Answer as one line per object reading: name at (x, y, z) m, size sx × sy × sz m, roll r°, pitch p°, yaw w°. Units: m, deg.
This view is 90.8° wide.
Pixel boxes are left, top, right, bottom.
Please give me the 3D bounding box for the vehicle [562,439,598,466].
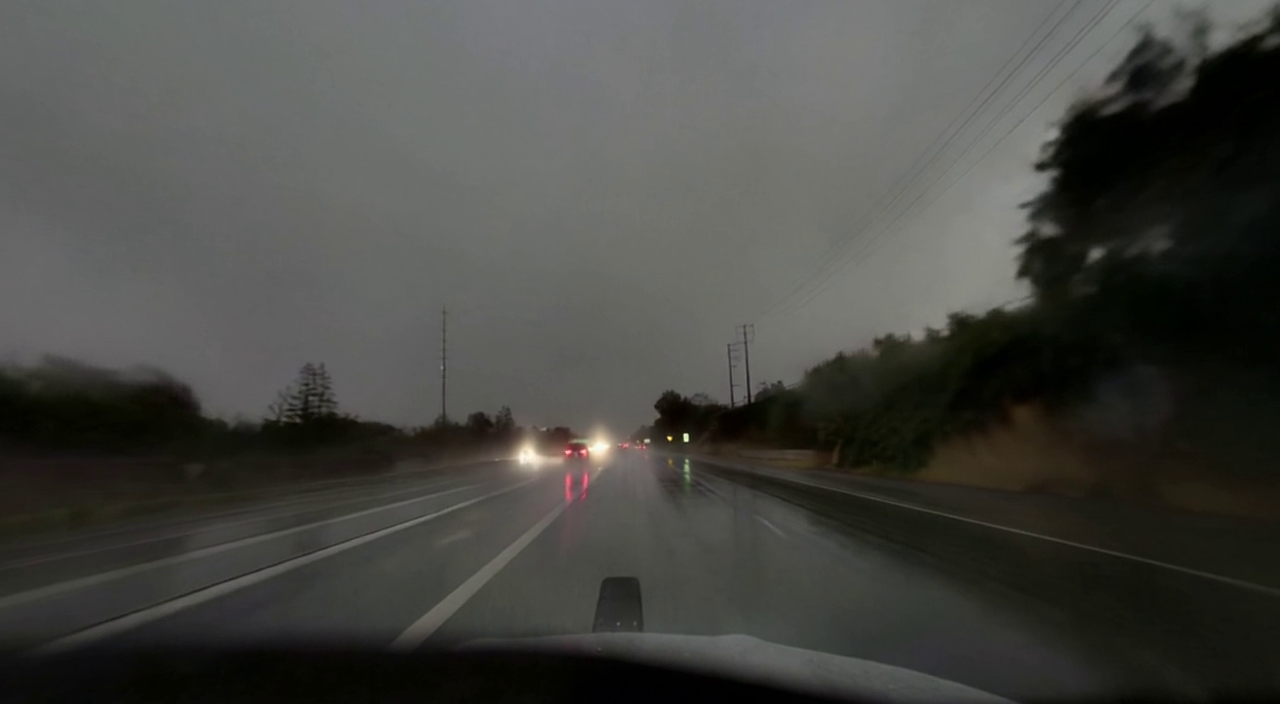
vehicle at (-4.292, 7.341, 46.272) m, size 2.130 × 1.823 × 4.761 m, roll 0°, pitch -8°, yaw 0°
